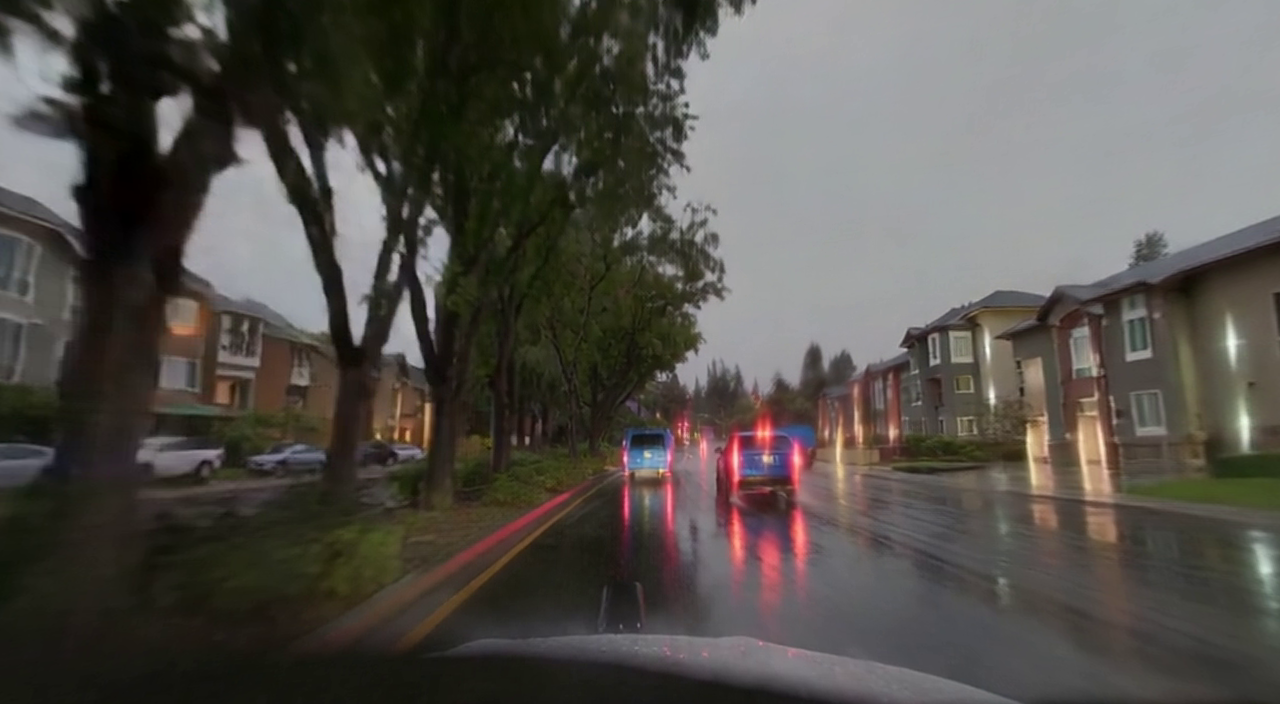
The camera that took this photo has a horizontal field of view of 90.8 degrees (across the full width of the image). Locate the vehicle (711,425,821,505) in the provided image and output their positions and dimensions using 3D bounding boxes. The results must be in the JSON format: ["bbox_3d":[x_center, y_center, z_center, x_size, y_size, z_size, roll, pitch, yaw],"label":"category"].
[{"bbox_3d":[3.142,2.944,16.802,2.033,1.823,4.409,0,-9,0],"label":"vehicle"}]

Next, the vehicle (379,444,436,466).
[{"bbox_3d":[-17.222,7.730,47.128,2.008,1.487,5.078,-2,-10,4],"label":"vehicle"}]

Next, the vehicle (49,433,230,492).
[{"bbox_3d":[-18.587,4.178,23.965,2.195,1.894,5.489,-2,-10,3],"label":"vehicle"}]

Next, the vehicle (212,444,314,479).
[{"bbox_3d":[-18.539,5.442,31.359,1.961,1.556,4.791,-2,-10,2],"label":"vehicle"}]

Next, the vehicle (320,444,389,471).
[{"bbox_3d":[-18.101,6.748,40.332,2.010,1.609,4.549,-1,-10,3],"label":"vehicle"}]

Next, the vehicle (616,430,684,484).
[{"bbox_3d":[0.409,4.003,24.313,2.345,1.841,5.032,0,-9,2],"label":"vehicle"}]

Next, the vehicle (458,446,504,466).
[{"bbox_3d":[-12.215,8.011,48.717,1.884,1.454,4.858,-1,-9,5],"label":"vehicle"}]
